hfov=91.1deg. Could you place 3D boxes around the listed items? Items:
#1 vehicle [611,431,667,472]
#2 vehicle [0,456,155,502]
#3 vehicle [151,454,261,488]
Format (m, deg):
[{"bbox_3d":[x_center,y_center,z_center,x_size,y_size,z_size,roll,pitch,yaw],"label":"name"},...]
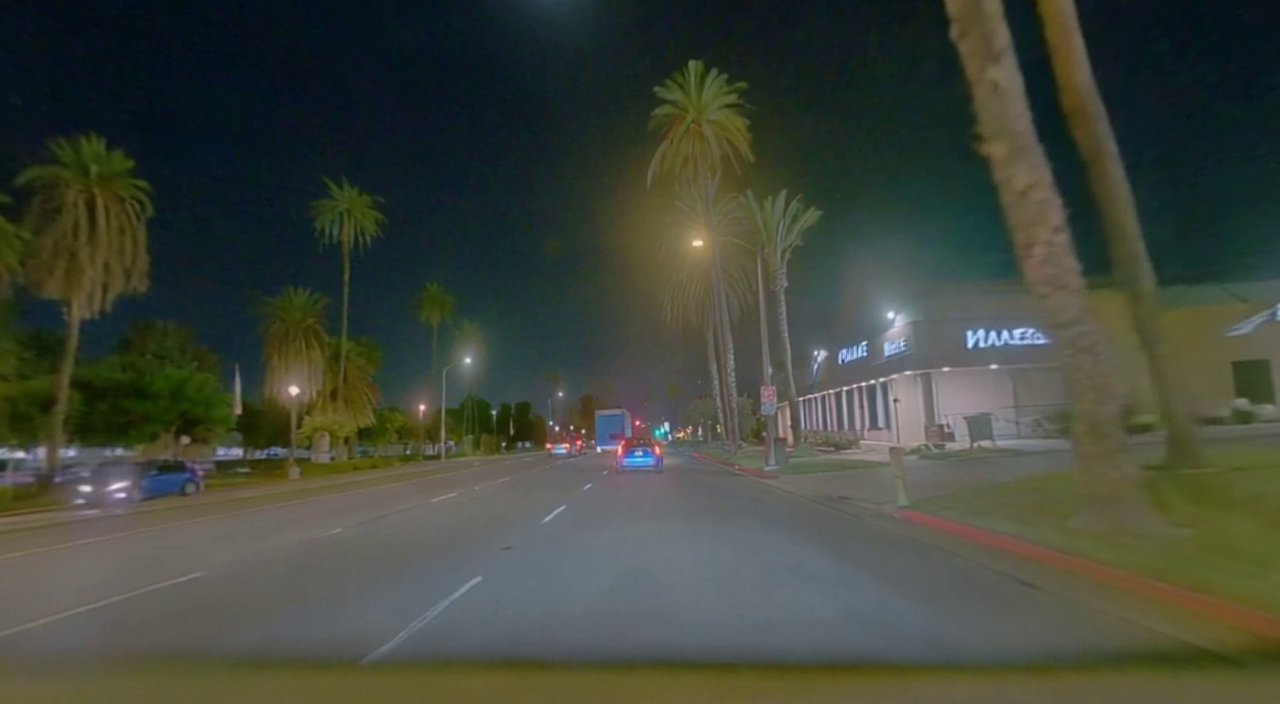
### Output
[{"bbox_3d":[-0.018,4.088,25.974,2.144,1.514,4.063,-1,-8,1],"label":"vehicle"},{"bbox_3d":[-21.511,4.777,23.802,4.440,1.498,2.001,2,-9,-20],"label":"vehicle"},{"bbox_3d":[-21.750,5.962,31.727,4.320,1.496,2.046,4,-10,-29],"label":"vehicle"}]
